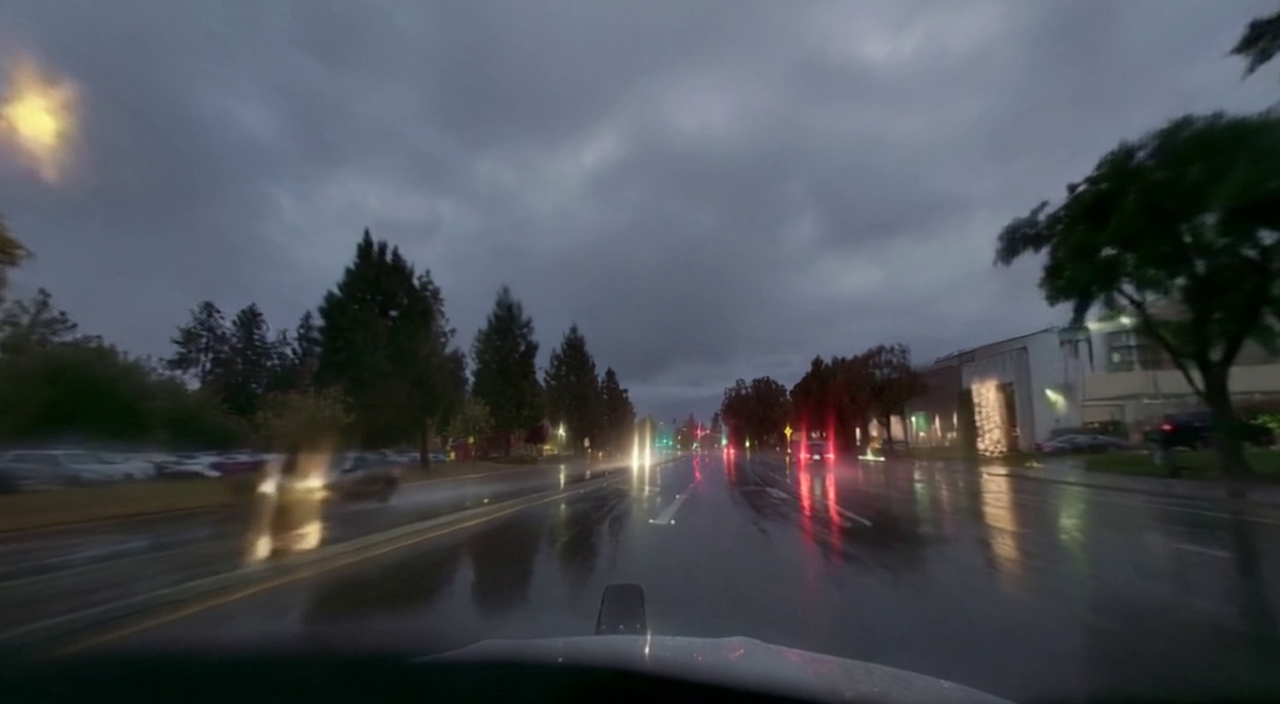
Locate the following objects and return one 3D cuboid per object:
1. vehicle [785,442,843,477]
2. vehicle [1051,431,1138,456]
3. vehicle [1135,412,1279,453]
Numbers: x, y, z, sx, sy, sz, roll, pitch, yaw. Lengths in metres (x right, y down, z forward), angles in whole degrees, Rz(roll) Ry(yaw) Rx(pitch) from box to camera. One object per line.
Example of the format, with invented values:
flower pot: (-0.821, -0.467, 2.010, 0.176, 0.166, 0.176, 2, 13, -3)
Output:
vehicle: (8.667, 5.382, 31.916, 2.181, 1.639, 4.127, -1, -9, 7)
vehicle: (27.531, 5.557, 38.349, 3.881, 1.410, 1.702, -1, -9, 5)
vehicle: (25.835, 3.695, 28.779, 4.440, 1.725, 2.255, -2, -9, 8)
